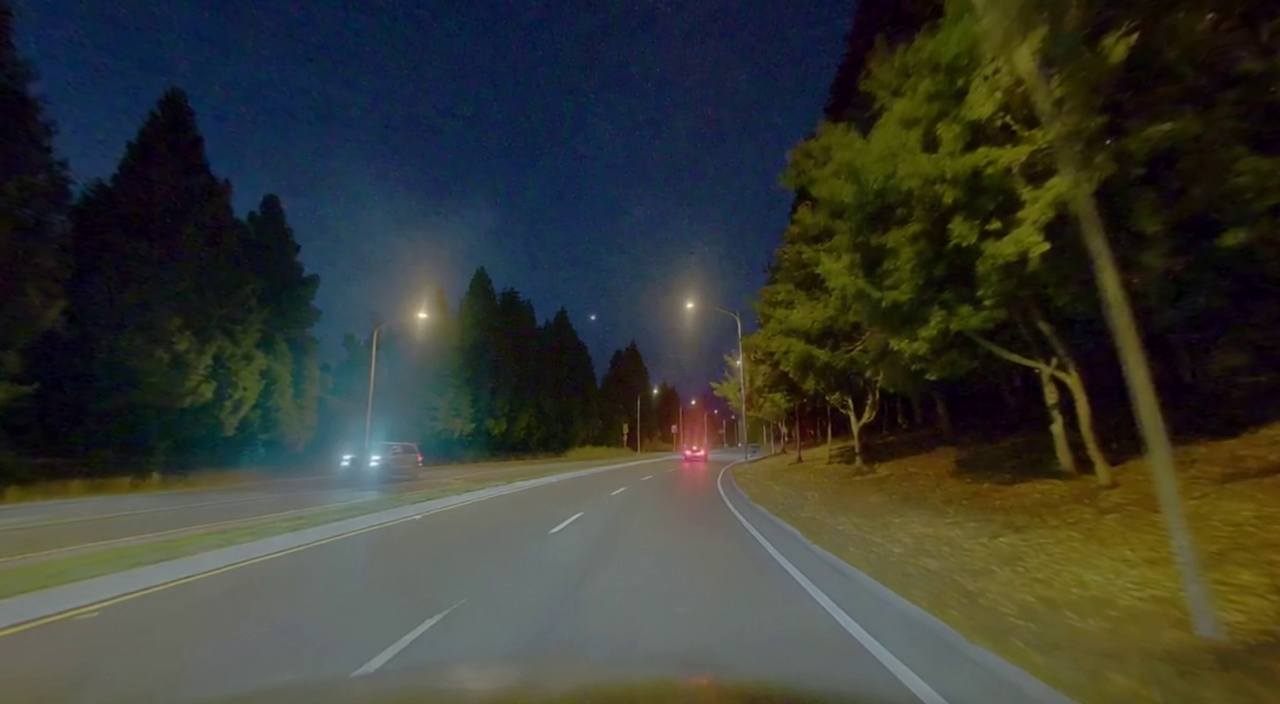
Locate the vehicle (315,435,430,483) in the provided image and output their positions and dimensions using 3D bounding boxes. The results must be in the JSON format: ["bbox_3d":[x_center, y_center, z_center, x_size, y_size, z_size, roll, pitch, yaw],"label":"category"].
[{"bbox_3d":[-10.029,4.055,23.942,2.023,1.657,4.394,-1,-9,7],"label":"vehicle"}]
